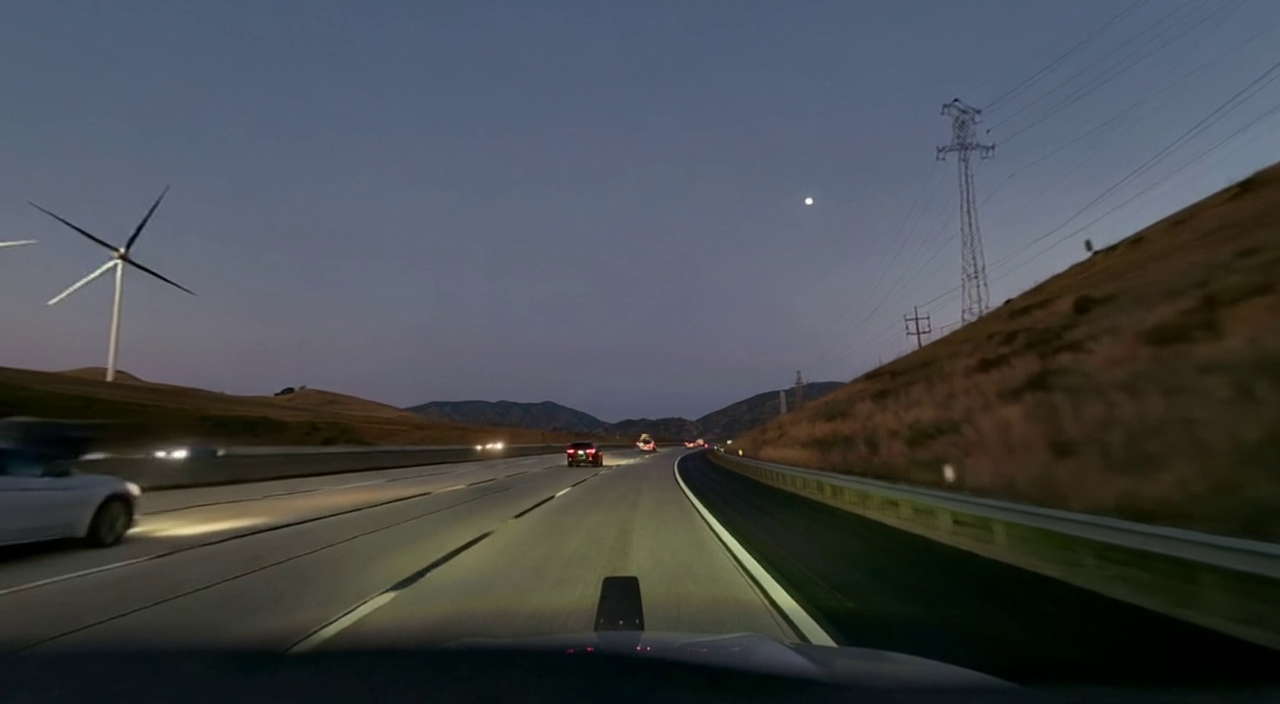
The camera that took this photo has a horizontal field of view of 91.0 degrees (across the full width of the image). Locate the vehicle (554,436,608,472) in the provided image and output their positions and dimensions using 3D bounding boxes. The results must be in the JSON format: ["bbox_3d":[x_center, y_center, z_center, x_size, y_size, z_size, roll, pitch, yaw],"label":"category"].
[{"bbox_3d":[-2.934,5.202,32.348,2.118,1.702,4.355,0,-8,3],"label":"vehicle"}]

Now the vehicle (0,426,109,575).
[{"bbox_3d":[-7.694,1.382,5.443,2.015,1.537,4.728,0,-9,1],"label":"vehicle"}]

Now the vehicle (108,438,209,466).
[{"bbox_3d":[-28.188,5.862,37.098,1.872,1.541,4.980,0,-9,2],"label":"vehicle"}]
